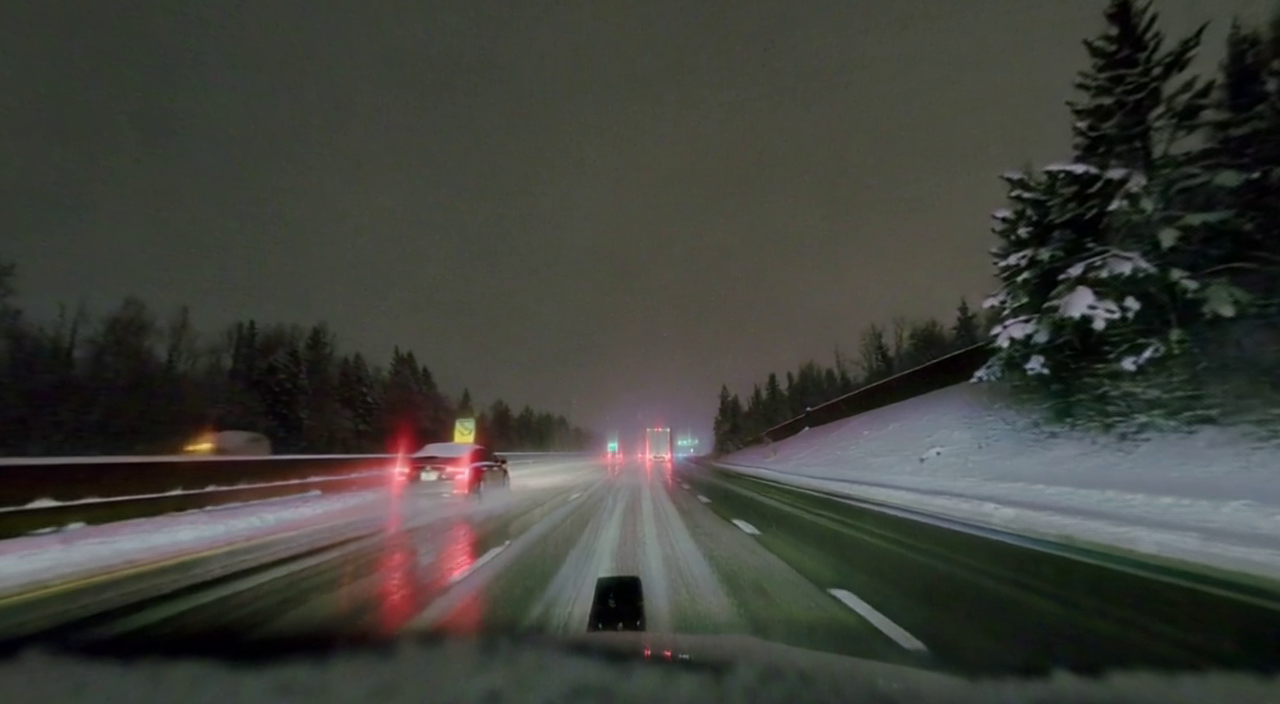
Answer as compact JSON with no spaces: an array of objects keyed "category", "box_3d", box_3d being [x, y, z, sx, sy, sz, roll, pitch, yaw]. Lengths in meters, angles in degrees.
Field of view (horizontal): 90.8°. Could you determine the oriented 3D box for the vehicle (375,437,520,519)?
[{"category":"vehicle","box_3d":[-4.164,2.787,14.454,2.035,1.595,4.022,0,-9,0]}]
